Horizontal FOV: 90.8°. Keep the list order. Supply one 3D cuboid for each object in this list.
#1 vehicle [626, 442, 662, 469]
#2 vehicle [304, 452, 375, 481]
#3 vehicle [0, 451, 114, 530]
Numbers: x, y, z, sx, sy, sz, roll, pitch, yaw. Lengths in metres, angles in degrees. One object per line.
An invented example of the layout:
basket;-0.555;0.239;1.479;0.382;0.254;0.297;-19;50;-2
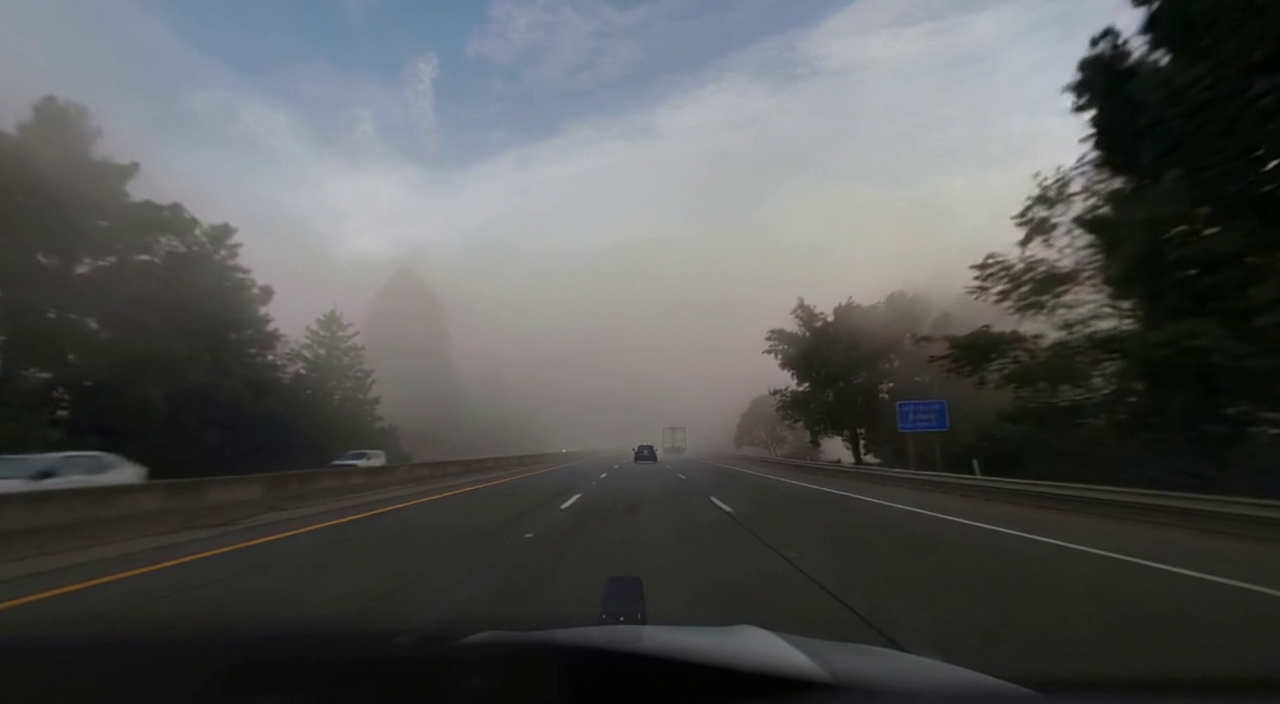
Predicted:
vehicle;0.218;6.700;41.031;2.173;1.598;4.293;0;-9;-1
vehicle;-16.915;6.450;35.773;1.892;1.499;4.292;0;-9;0
vehicle;-13.251;2.709;12.370;1.967;1.496;4.528;0;-9;0
